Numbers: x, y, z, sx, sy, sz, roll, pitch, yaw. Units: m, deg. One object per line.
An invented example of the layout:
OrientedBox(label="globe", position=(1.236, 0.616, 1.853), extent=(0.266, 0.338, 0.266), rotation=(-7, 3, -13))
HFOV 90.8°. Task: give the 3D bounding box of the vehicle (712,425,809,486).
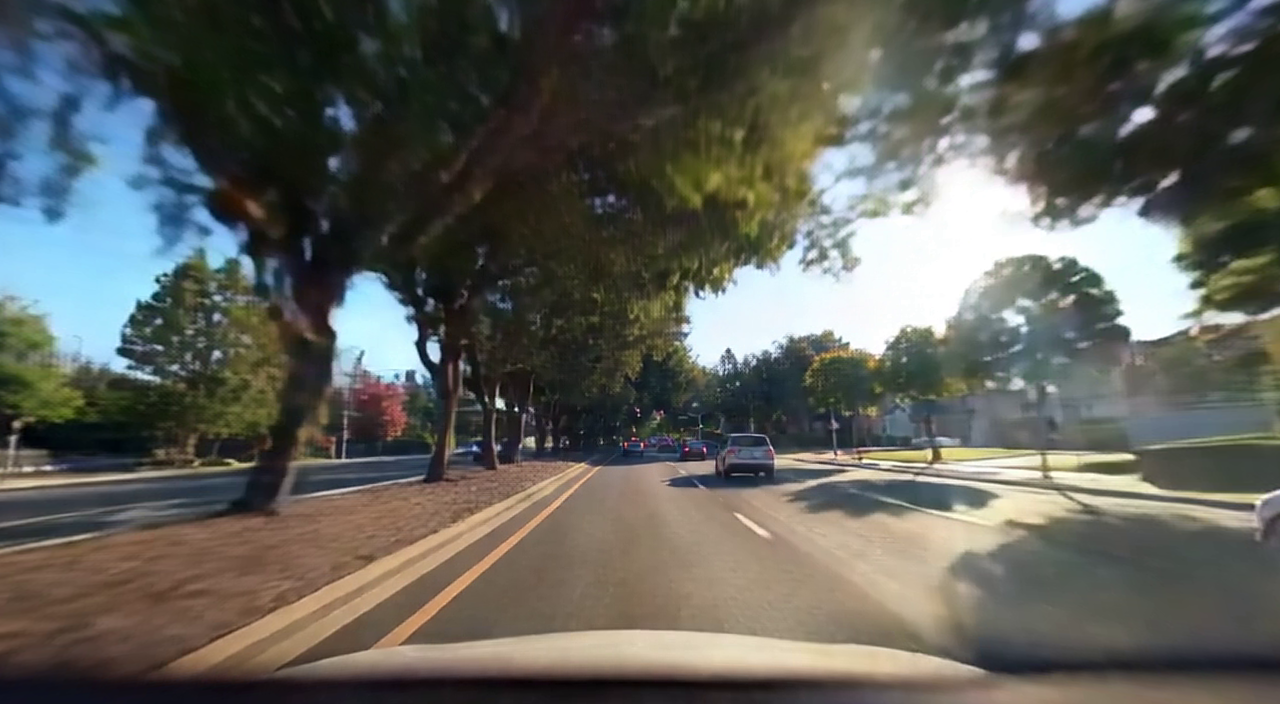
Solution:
OrientedBox(label="vehicle", position=(3.871, 3.474, 21.327), extent=(2.209, 1.813, 4.724), rotation=(0, -9, -2))

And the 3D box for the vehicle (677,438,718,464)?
OrientedBox(label="vehicle", position=(3.470, 6.140, 39.108), extent=(2.064, 1.474, 4.389), rotation=(0, -9, -1))

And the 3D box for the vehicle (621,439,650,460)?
OrientedBox(label="vehicle", position=(-0.341, 6.958, 44.991), extent=(1.988, 1.418, 4.214), rotation=(0, -9, -1))

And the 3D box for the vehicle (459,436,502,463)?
OrientedBox(label="vehicle", position=(-10.742, 6.620, 42.886), extent=(2.058, 1.716, 4.266), rotation=(1, -9, -3))
